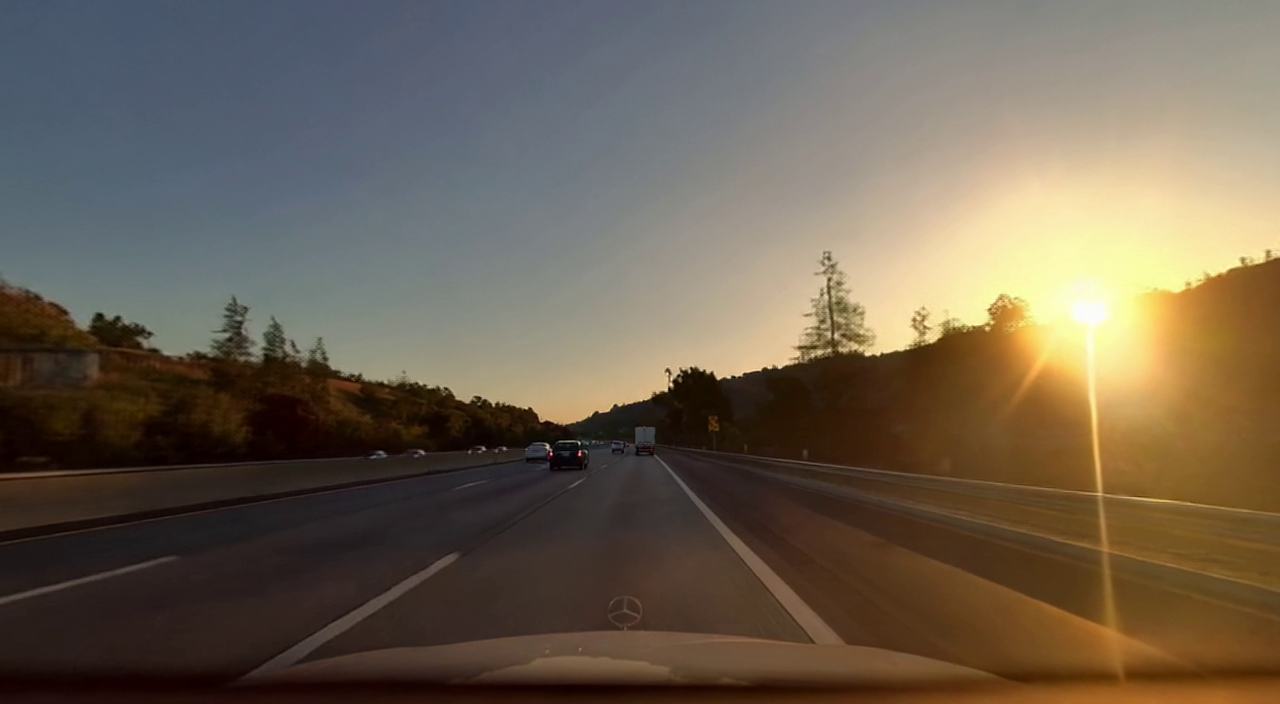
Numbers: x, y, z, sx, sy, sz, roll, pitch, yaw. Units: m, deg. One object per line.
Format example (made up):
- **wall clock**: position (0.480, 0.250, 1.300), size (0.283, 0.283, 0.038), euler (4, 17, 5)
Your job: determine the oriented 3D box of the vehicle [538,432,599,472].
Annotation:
- **vehicle**: position (-3.376, 4.853, 30.826), size (2.283, 1.802, 4.810), euler (0, -8, 1)
